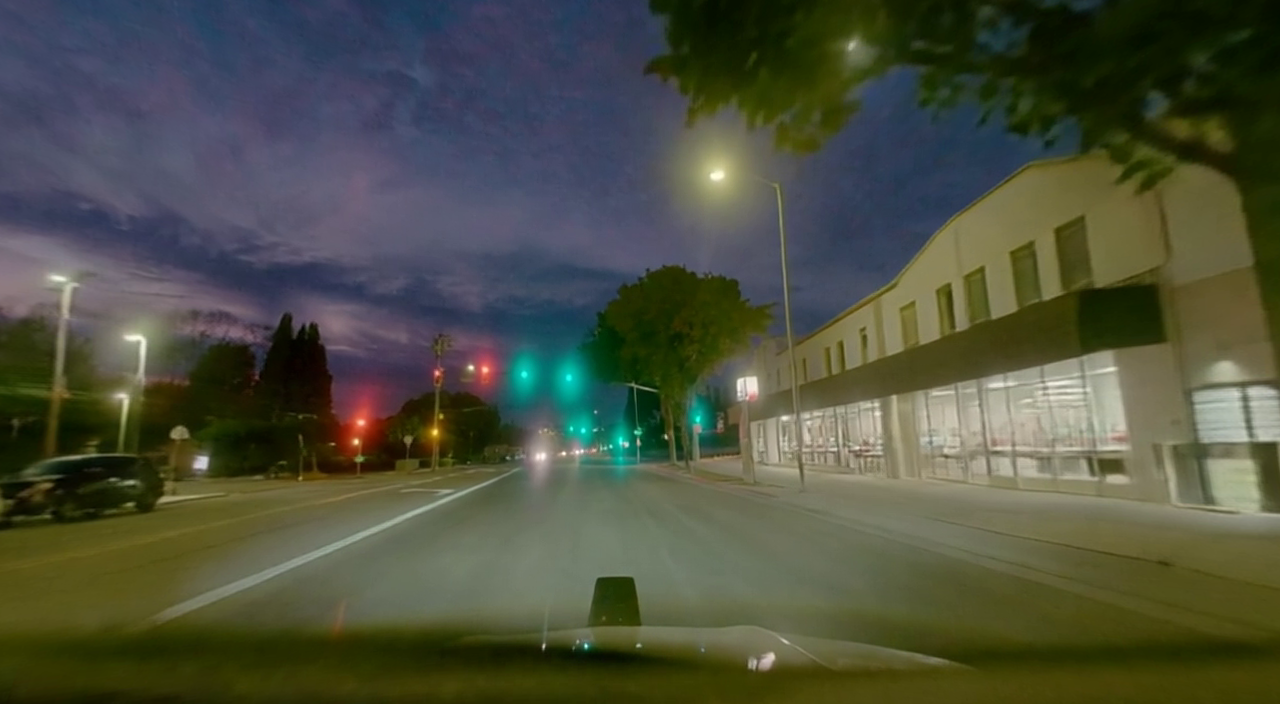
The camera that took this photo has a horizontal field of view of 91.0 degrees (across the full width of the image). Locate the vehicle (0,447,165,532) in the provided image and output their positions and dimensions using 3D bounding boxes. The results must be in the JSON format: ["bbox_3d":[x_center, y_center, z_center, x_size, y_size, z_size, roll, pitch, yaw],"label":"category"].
[{"bbox_3d":[-14.223,3.330,15.450,1.944,1.742,4.507,-3,-10,-6],"label":"vehicle"}]
